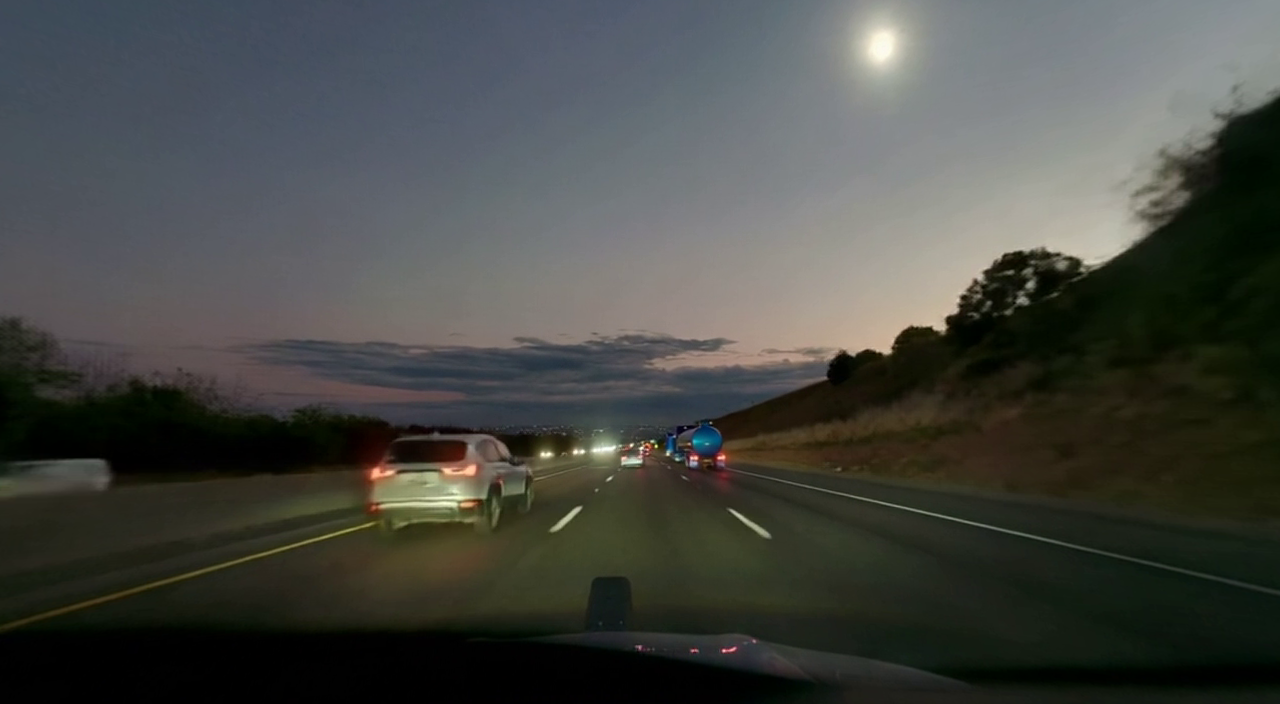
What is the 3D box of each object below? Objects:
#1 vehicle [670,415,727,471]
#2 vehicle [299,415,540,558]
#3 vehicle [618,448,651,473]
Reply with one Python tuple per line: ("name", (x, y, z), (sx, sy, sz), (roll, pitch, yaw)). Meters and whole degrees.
("vehicle", (4.130, 6.978, 48.096), (2.889, 3.606, 13.832), (0, -9, -1))
("vehicle", (-3.196, 2.079, 10.468), (2.258, 1.805, 4.665), (0, -9, 1))
("vehicle", (-0.332, 7.005, 40.921), (2.013, 1.498, 3.908), (0, -9, 0))
